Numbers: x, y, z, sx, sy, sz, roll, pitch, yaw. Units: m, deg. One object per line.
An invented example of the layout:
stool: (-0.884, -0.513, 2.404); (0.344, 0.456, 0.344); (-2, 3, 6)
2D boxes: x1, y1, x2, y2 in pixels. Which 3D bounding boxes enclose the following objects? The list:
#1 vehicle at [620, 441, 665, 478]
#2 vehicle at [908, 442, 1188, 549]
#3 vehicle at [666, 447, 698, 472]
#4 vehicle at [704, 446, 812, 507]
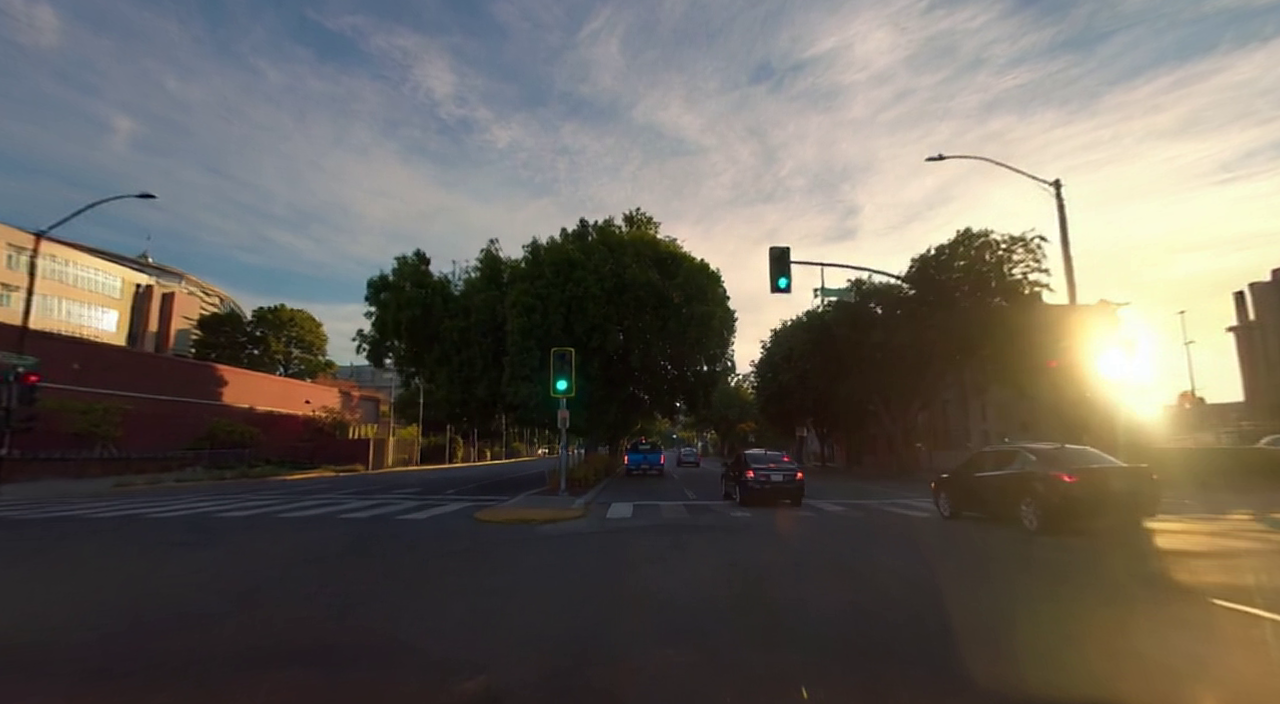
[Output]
vehicle: (0.113, 5.903, 34.945); (2.344, 1.883, 4.572); (0, -8, 0)
vehicle: (6.684, 2.349, 11.163); (1.855, 1.469, 4.598); (0, -8, 0)
vehicle: (3.117, 8.097, 47.931); (2.013, 1.742, 4.424); (0, -8, -2)
vehicle: (3.123, 3.377, 17.669); (2.057, 1.463, 4.365); (0, -8, -2)
